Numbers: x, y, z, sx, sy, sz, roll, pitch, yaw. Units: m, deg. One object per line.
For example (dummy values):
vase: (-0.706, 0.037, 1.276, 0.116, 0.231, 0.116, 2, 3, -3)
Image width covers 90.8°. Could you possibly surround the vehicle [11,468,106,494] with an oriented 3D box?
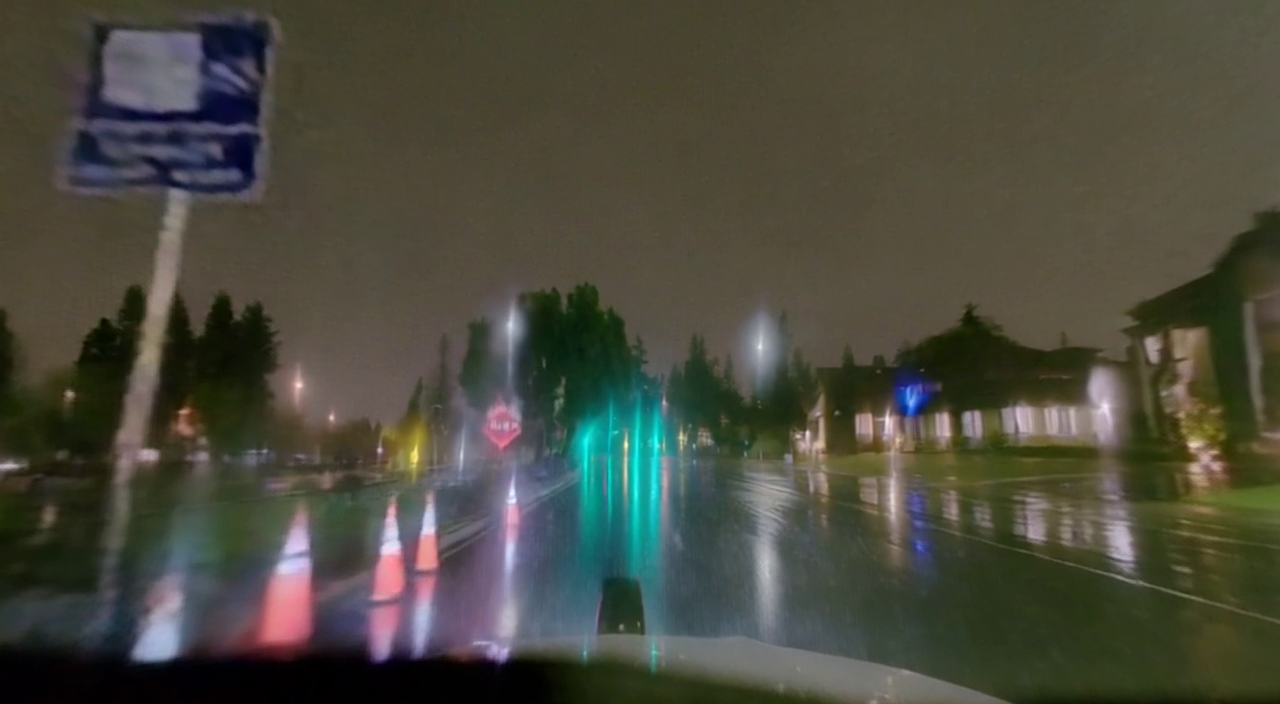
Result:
vehicle: (-33.665, 7.458, 36.651, 3.512, 1.321, 1.874, 0, -9, -3)
